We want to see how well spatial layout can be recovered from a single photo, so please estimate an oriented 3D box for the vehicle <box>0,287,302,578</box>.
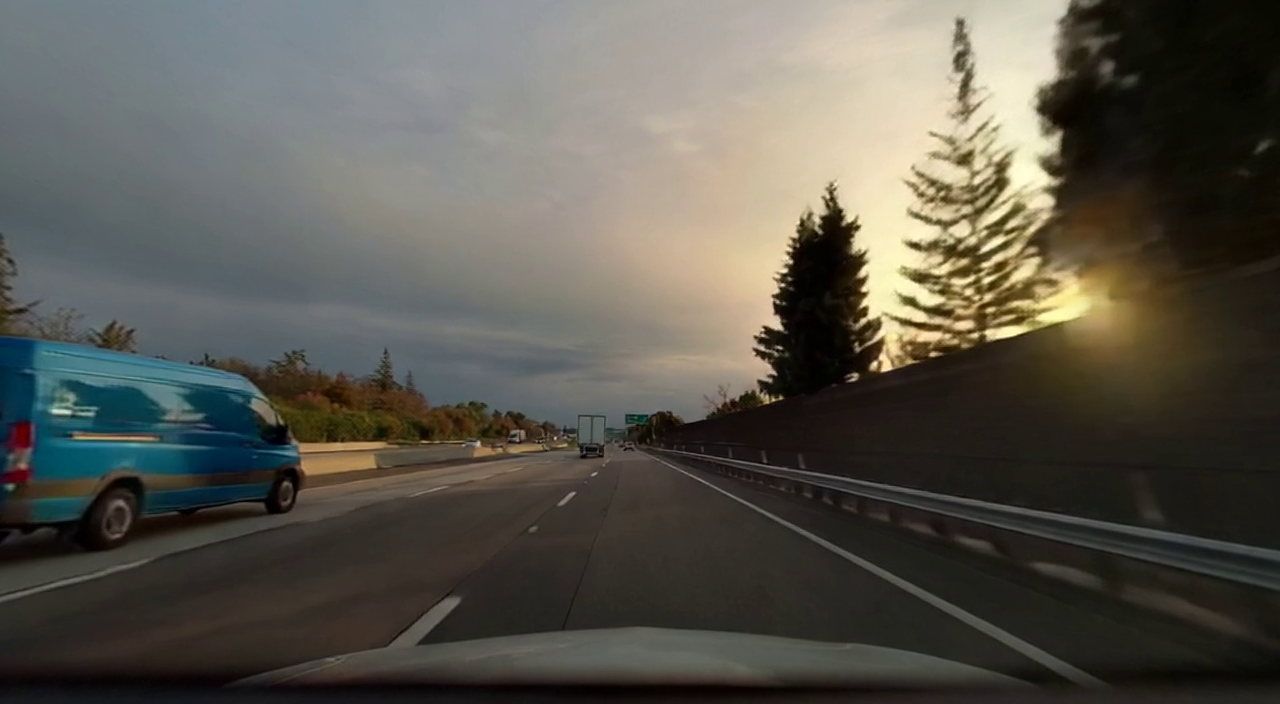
[{"bbox_3d":[-7.371,1.038,7.982,2.396,2.763,6.935,0,-8,-1],"label":"vehicle"}]
